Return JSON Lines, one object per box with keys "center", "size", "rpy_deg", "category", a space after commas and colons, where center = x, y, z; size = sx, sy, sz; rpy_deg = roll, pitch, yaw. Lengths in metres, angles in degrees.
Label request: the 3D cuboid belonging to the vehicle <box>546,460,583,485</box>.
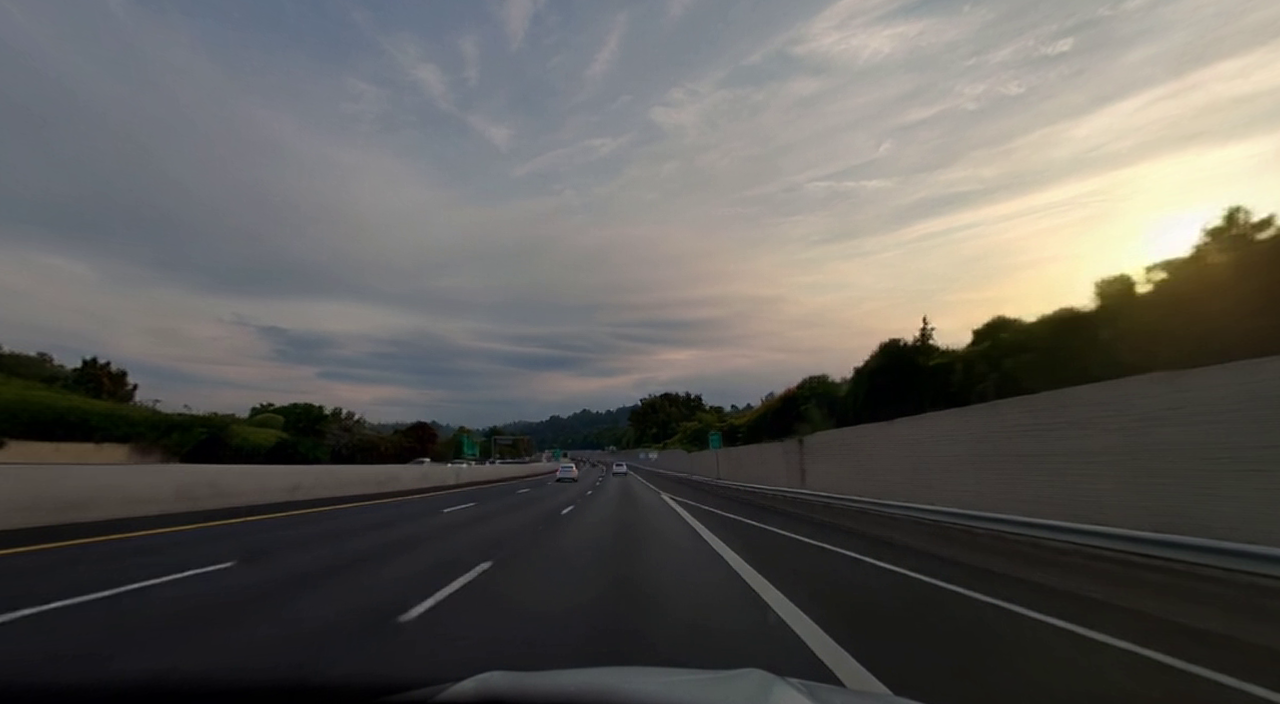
{"center": [-5.159, 8.303, 43.367], "size": [2.039, 1.605, 4.365], "rpy_deg": [1, -11, -1], "category": "vehicle"}
